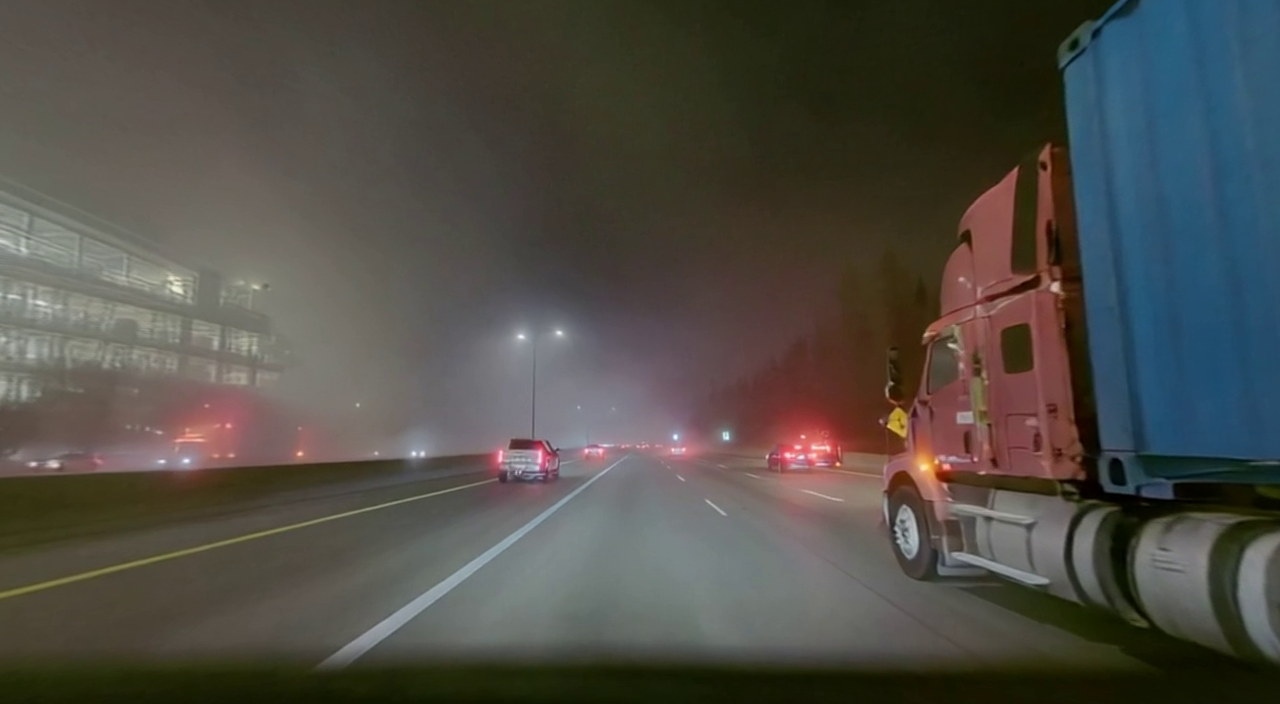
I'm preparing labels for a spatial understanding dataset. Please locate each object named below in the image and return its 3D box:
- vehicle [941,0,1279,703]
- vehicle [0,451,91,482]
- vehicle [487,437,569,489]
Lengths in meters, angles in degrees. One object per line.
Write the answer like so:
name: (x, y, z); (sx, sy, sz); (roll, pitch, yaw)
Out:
vehicle: (3.686, -0.349, 1.219); (3.089, 3.779, 6.420); (0, -9, 2)
vehicle: (-32.280, 6.056, 33.527); (1.863, 1.470, 4.531); (0, -9, 1)
vehicle: (-3.613, 3.651, 21.061); (1.954, 1.528, 4.010); (0, -9, 0)
